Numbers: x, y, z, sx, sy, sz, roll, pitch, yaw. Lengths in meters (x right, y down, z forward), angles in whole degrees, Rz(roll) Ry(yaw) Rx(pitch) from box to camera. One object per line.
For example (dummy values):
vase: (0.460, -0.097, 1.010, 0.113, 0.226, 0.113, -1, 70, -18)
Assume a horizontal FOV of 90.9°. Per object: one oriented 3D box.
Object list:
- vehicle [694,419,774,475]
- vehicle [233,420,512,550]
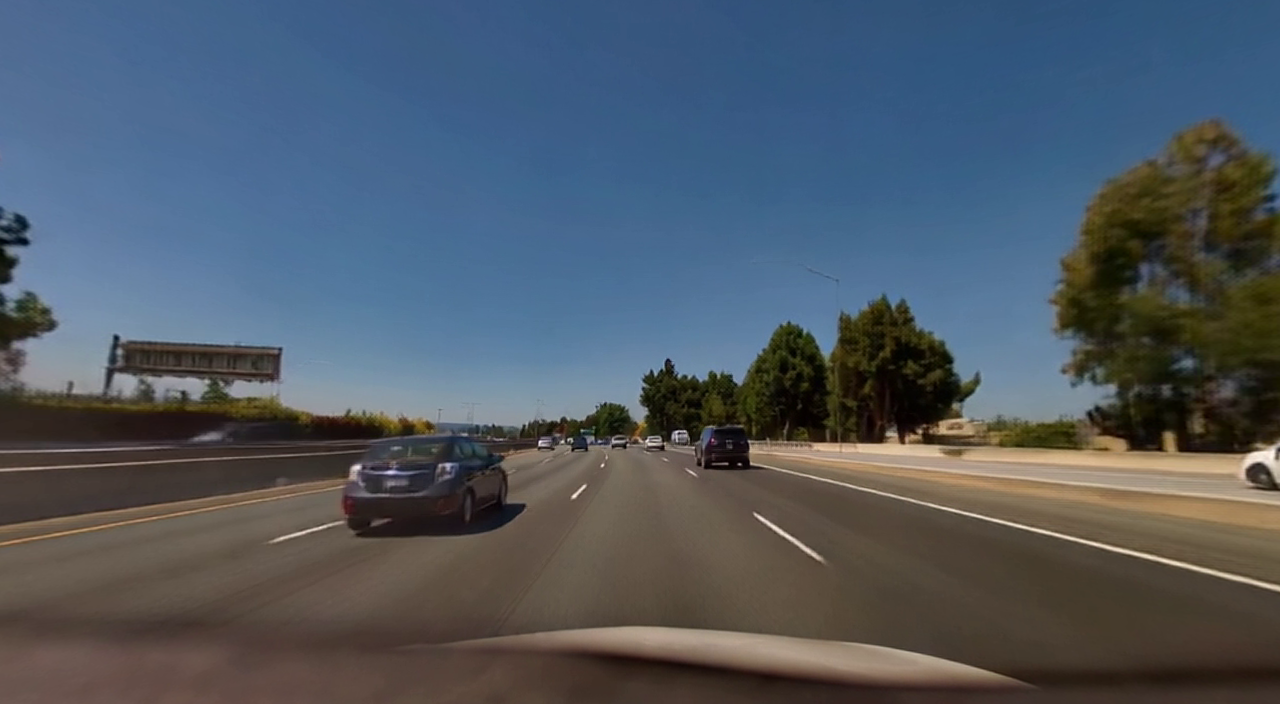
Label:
vehicle: (3.229, 3.396, 22.652, 2.043, 1.795, 4.347, 0, -8, -2)
vehicle: (-3.590, 1.881, 9.762, 2.183, 1.486, 4.848, 0, -8, 0)
